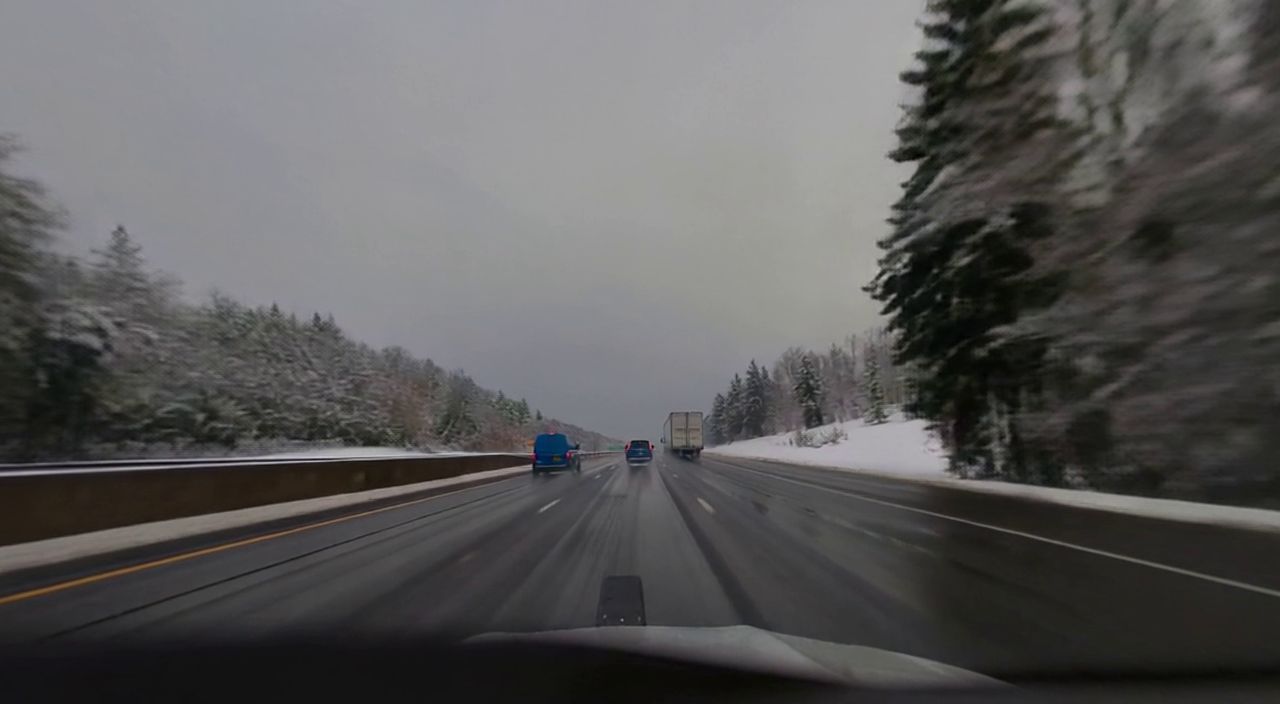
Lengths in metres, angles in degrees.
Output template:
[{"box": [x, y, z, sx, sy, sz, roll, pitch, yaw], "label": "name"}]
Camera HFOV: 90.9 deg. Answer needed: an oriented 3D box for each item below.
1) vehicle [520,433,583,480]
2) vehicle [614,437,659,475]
[{"box": [-4.017, 4.843, 29.439, 2.167, 1.991, 5.062, 0, -9, 0], "label": "vehicle"}, {"box": [-0.162, 5.481, 33.307, 2.209, 1.825, 4.036, 0, -9, 0], "label": "vehicle"}]
